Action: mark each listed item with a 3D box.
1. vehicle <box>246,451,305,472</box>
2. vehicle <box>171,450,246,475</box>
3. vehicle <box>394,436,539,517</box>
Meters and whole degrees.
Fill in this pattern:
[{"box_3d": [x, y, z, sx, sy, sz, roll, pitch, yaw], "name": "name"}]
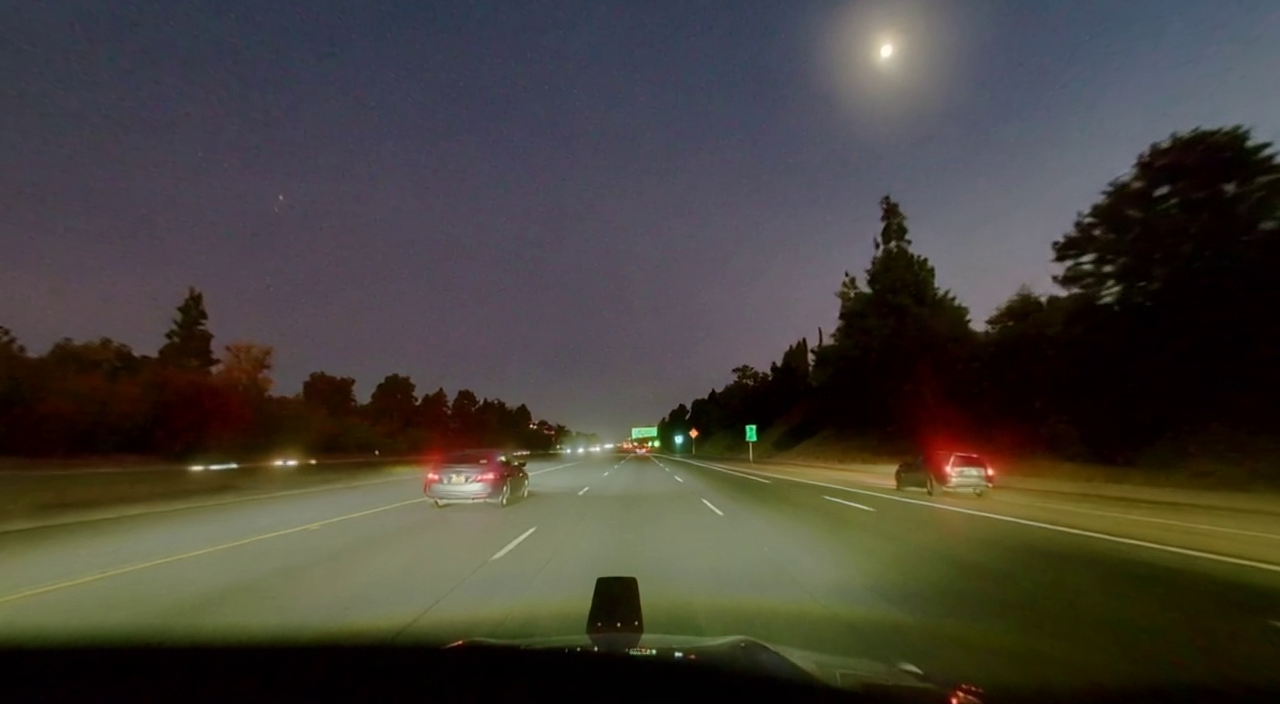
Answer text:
[{"box_3d": [-28.064, 8.432, 48.789, 1.799, 1.513, 4.499, 0, -9, 1], "name": "vehicle"}, {"box_3d": [-32.550, 8.312, 47.831, 1.999, 1.728, 5.171, 0, -9, 0], "name": "vehicle"}, {"box_3d": [-3.682, 2.727, 14.361, 2.050, 1.547, 4.266, 0, -9, 0], "name": "vehicle"}]
